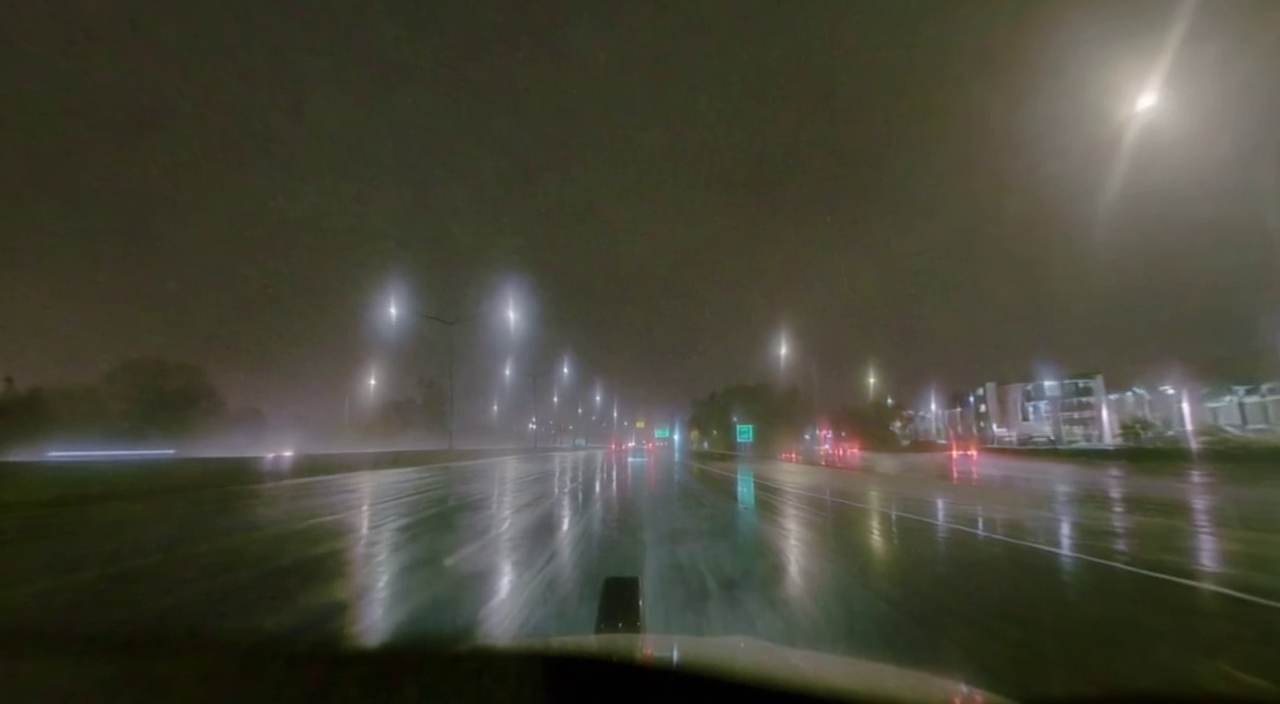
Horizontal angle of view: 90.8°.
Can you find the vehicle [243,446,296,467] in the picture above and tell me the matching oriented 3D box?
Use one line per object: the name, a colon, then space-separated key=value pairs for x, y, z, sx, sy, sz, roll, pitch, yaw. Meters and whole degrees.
vehicle: x=-29.058 y=8.174 z=49.659 sx=1.717 sy=1.525 sz=3.814 roll=0 pitch=-8 yaw=1
